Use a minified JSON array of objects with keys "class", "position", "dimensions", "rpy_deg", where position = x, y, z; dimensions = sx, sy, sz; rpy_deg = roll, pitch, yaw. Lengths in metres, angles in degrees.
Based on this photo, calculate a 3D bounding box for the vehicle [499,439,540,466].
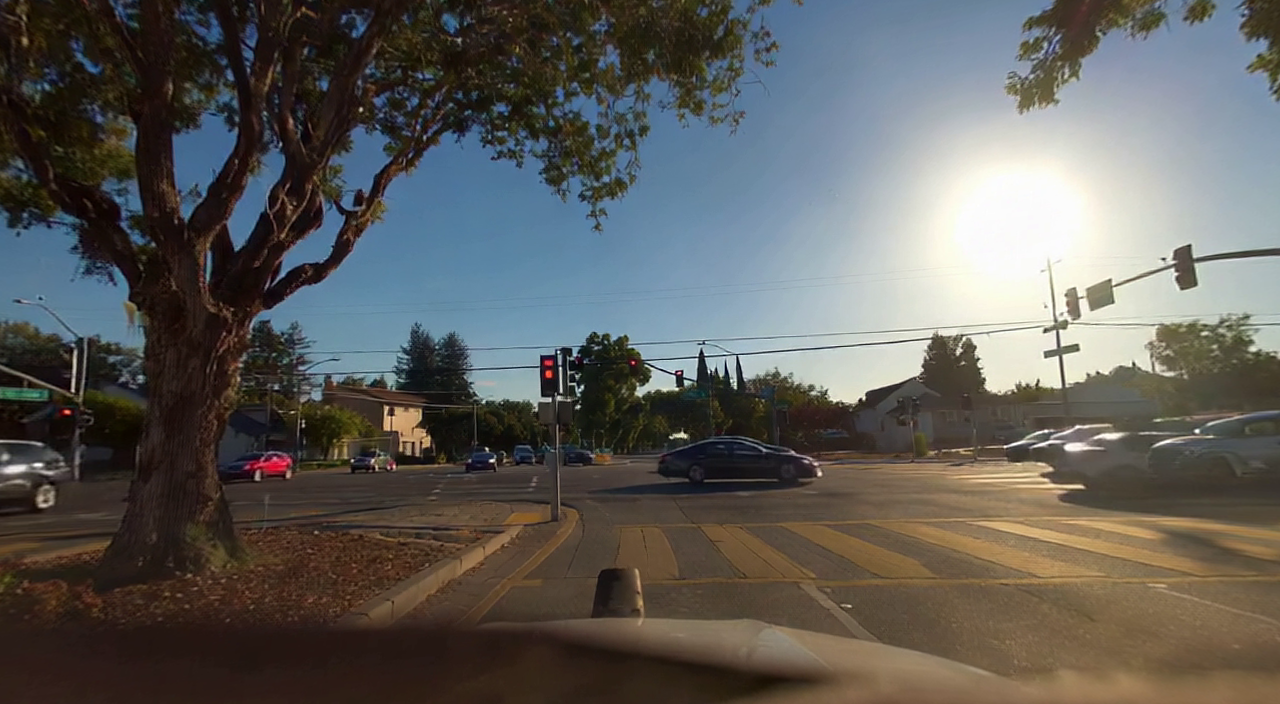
[{"class":"vehicle","position":[-8.462,7.100,44.562],"dimensions":[2.276,1.842,4.958],"rpy_deg":[1,-8,-4]}]

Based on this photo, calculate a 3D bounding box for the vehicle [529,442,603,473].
[{"class":"vehicle","position":[-4.128,5.722,34.317],"dimensions":[2.006,1.515,5.017],"rpy_deg":[5,-10,-31]}]

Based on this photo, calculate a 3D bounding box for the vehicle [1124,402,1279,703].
[{"class":"vehicle","position":[3.097,0.656,0.422],"dimensions":[1.990,1.454,4.490],"rpy_deg":[0,-8,1]}]

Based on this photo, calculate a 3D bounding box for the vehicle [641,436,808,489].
[{"class":"vehicle","position":[2.582,3.372,19.456],"dimensions":[4.719,1.449,2.026],"rpy_deg":[-4,-9,27]}]

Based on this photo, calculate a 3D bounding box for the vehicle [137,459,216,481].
[{"class":"vehicle","position":[-31.095,7.900,42.187],"dimensions":[1.648,1.330,3.857],"rpy_deg":[-4,-10,28]}]

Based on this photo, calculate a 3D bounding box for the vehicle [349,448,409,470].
[{"class":"vehicle","position":[-18.446,7.555,44.564],"dimensions":[2.203,1.471,4.723],"rpy_deg":[0,-8,0]}]

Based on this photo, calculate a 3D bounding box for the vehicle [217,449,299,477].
[{"class":"vehicle","position":[-21.730,6.325,35.951],"dimensions":[1.853,1.456,4.531],"rpy_deg":[0,-8,0]}]
